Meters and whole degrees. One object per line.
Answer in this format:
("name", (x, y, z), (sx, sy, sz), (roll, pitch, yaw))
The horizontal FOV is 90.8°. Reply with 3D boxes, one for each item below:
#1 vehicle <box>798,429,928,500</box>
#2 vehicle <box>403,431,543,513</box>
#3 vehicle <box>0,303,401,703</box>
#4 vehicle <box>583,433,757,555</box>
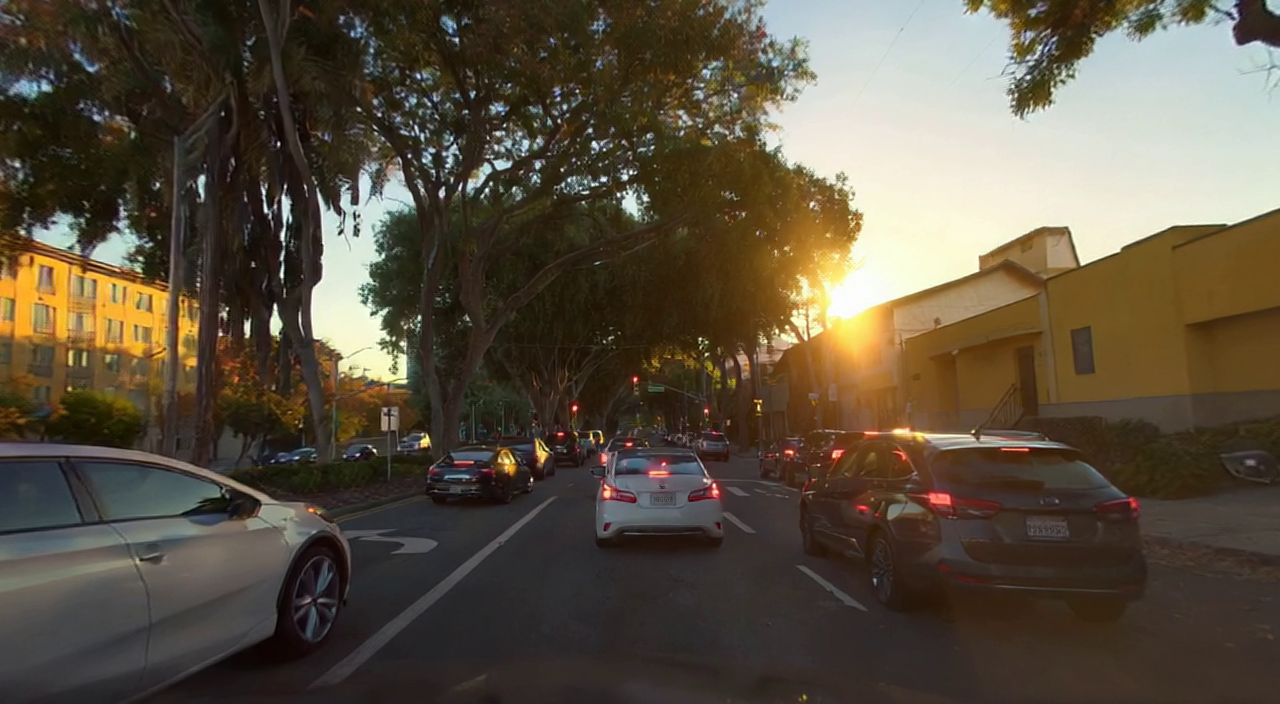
("vehicle", (6.346, 3.251, 18.681), (2.025, 1.808, 4.579), (0, -9, -2))
("vehicle", (-3.508, 2.617, 14.248), (1.901, 1.522, 4.556), (0, -9, 0))
("vehicle", (-3.267, 0.934, 3.394), (2.152, 1.802, 4.628), (0, -9, 0))
("vehicle", (0.271, 1.997, 9.584), (2.095, 1.438, 3.843), (0, -9, -3))
